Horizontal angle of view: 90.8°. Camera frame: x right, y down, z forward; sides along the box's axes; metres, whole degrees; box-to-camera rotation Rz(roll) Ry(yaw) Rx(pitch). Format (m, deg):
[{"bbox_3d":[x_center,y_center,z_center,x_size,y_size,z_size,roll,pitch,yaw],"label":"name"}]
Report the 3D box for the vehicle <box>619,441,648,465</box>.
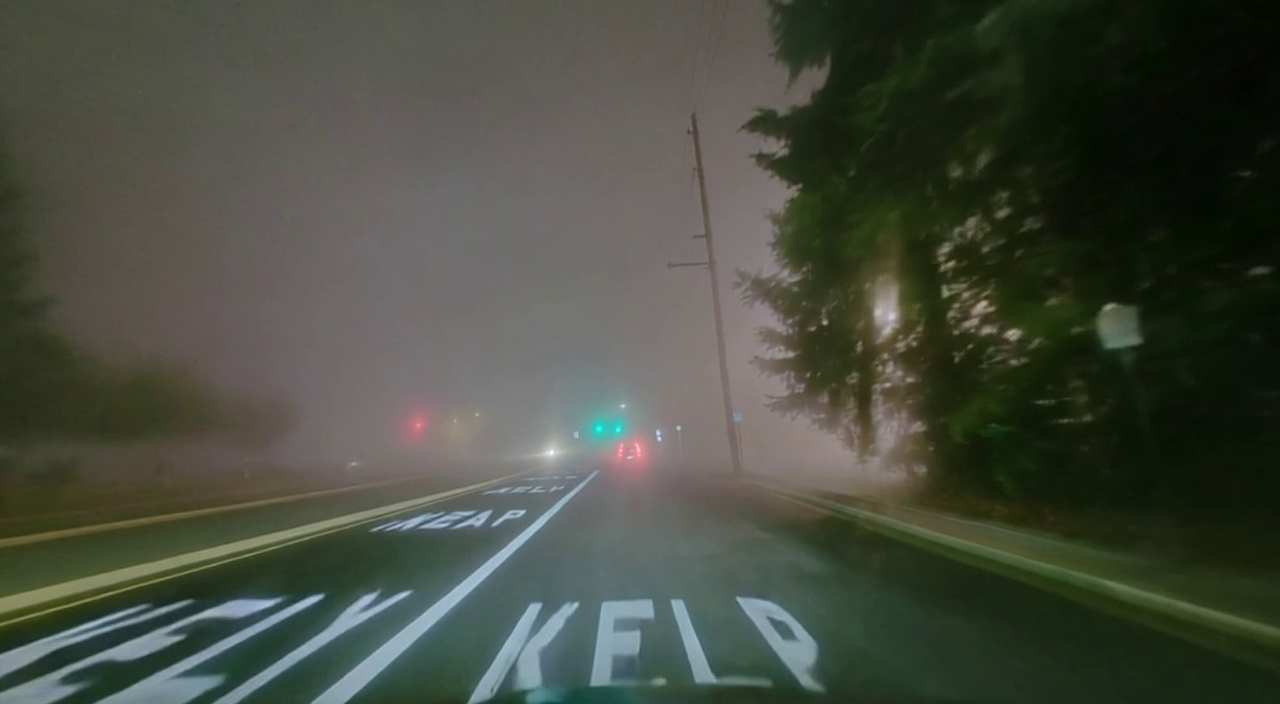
[{"bbox_3d":[-0.483,7.341,45.960,2.045,1.613,4.210,0,-8,-1],"label":"vehicle"}]
